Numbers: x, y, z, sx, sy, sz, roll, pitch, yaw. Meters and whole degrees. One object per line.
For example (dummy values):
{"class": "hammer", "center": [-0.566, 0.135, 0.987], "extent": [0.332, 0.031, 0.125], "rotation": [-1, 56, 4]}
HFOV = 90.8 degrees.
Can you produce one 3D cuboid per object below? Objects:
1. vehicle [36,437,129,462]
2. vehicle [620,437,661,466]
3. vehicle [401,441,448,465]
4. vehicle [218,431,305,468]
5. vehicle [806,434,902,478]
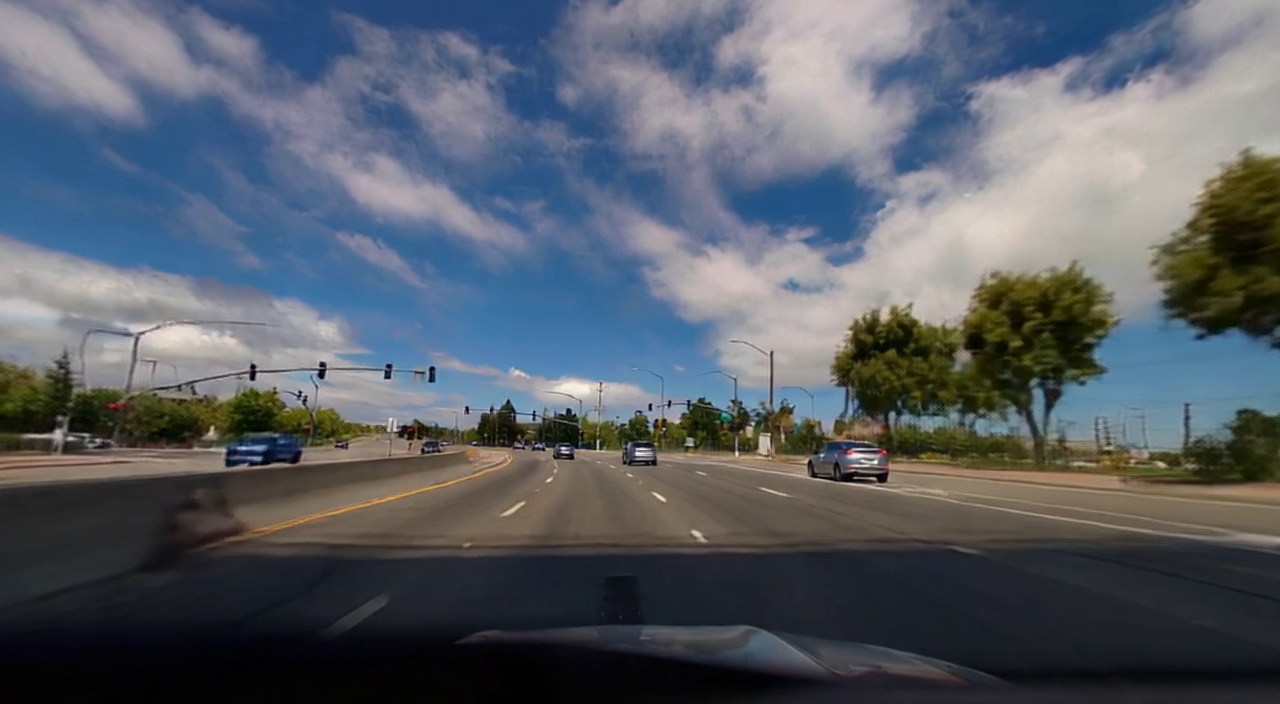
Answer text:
{"class": "vehicle", "center": [-40.868, 7.182, 46.494], "extent": [4.798, 1.639, 2.085], "rotation": [7, -10, -35]}
{"class": "vehicle", "center": [-0.038, 6.182, 39.415], "extent": [2.024, 1.724, 3.928], "rotation": [1, -9, -8]}
{"class": "vehicle", "center": [-15.495, 7.255, 45.703], "extent": [2.399, 1.624, 4.585], "rotation": [1, -9, -8]}
{"class": "vehicle", "center": [-19.702, 5.107, 33.174], "extent": [2.089, 1.794, 4.766], "rotation": [1, -9, -7]}
{"class": "vehicle", "center": [9.064, 4.441, 27.225], "extent": [2.130, 1.741, 4.665], "rotation": [1, -8, -5]}
